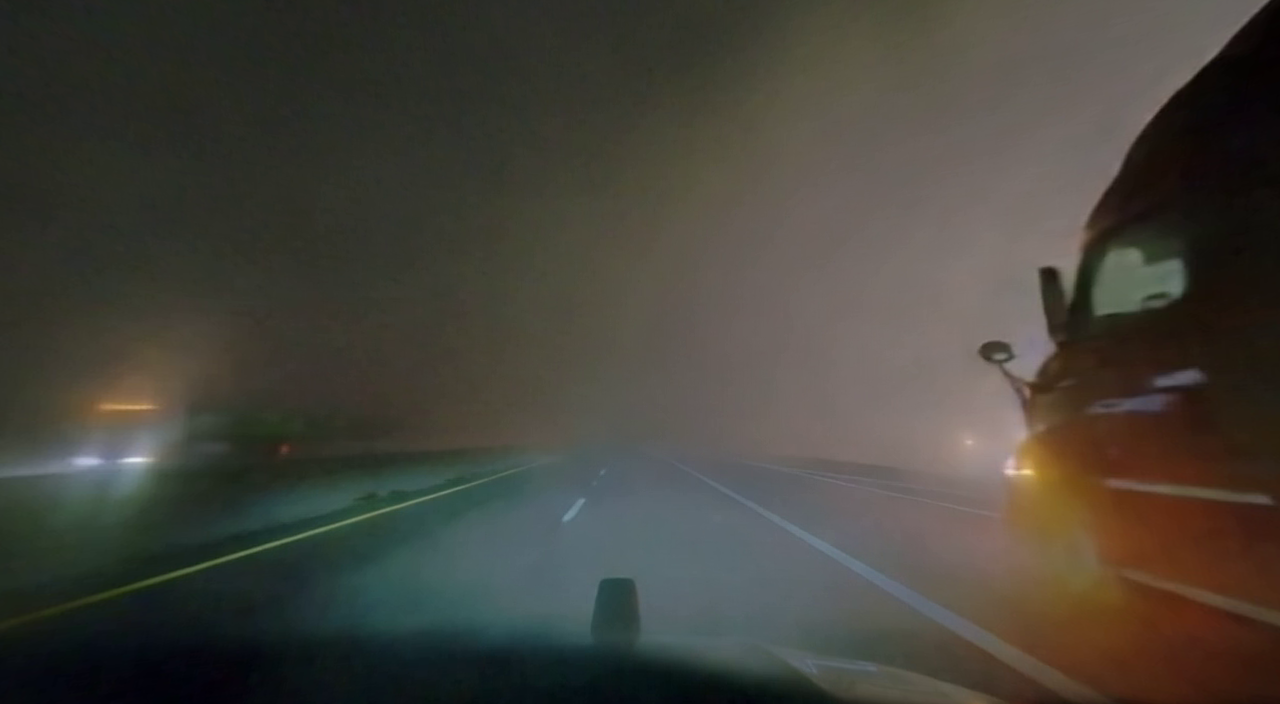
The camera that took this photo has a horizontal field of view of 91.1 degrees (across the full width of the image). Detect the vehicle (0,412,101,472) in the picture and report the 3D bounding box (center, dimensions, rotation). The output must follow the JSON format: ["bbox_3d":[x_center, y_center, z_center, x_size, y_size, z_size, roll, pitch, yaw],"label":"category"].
[{"bbox_3d":[-18.398,2.596,18.231,1.803,1.644,4.170,1,-8,-1],"label":"vehicle"}]
